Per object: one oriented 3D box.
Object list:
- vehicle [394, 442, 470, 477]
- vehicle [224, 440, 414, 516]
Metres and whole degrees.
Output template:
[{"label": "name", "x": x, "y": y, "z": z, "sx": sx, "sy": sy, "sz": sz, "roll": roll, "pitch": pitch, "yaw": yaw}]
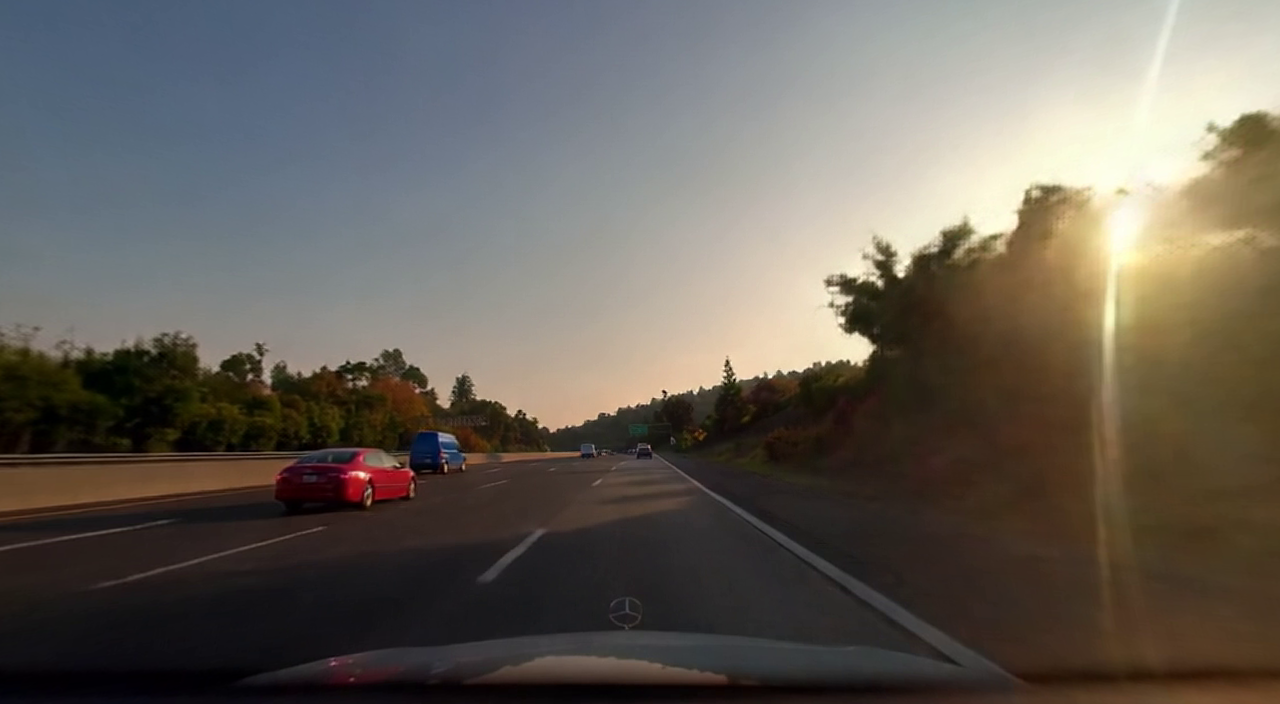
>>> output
[{"label": "vehicle", "x": -10.969, "y": 5.681, "z": 33.692, "sx": 2.249, "sy": 1.735, "sz": 5.018, "roll": 0, "pitch": -8, "yaw": 1}, {"label": "vehicle", "x": -7.236, "y": 2.862, "z": 14.938, "sx": 1.981, "sy": 1.486, "sz": 4.735, "roll": 0, "pitch": -8, "yaw": 1}]
